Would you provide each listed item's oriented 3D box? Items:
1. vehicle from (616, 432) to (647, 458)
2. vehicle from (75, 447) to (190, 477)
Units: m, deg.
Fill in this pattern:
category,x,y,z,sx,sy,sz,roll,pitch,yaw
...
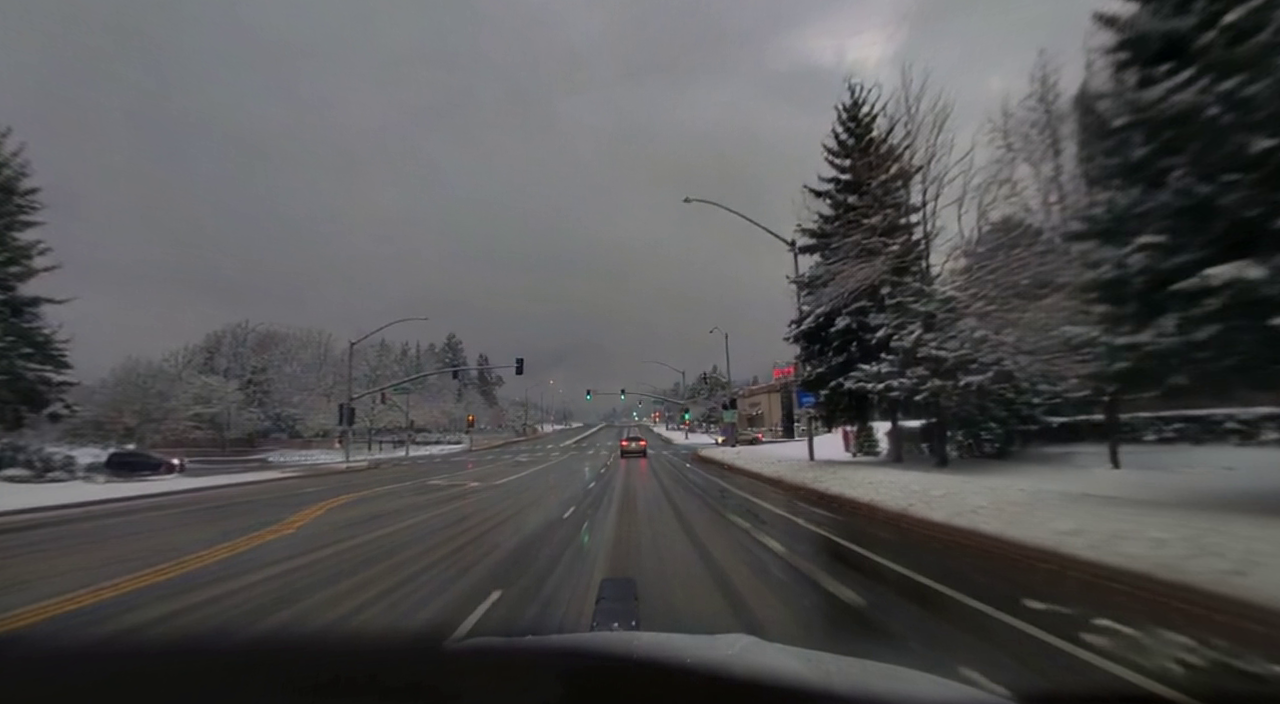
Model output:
category,x,y,z,sx,sy,sz,roll,pitch,yaw
vehicle,-0.581,6.273,42.594,2.024,1.628,4.774,0,-8,-1
vehicle,-30.625,6.625,38.272,5.136,1.723,1.953,0,-8,-3
